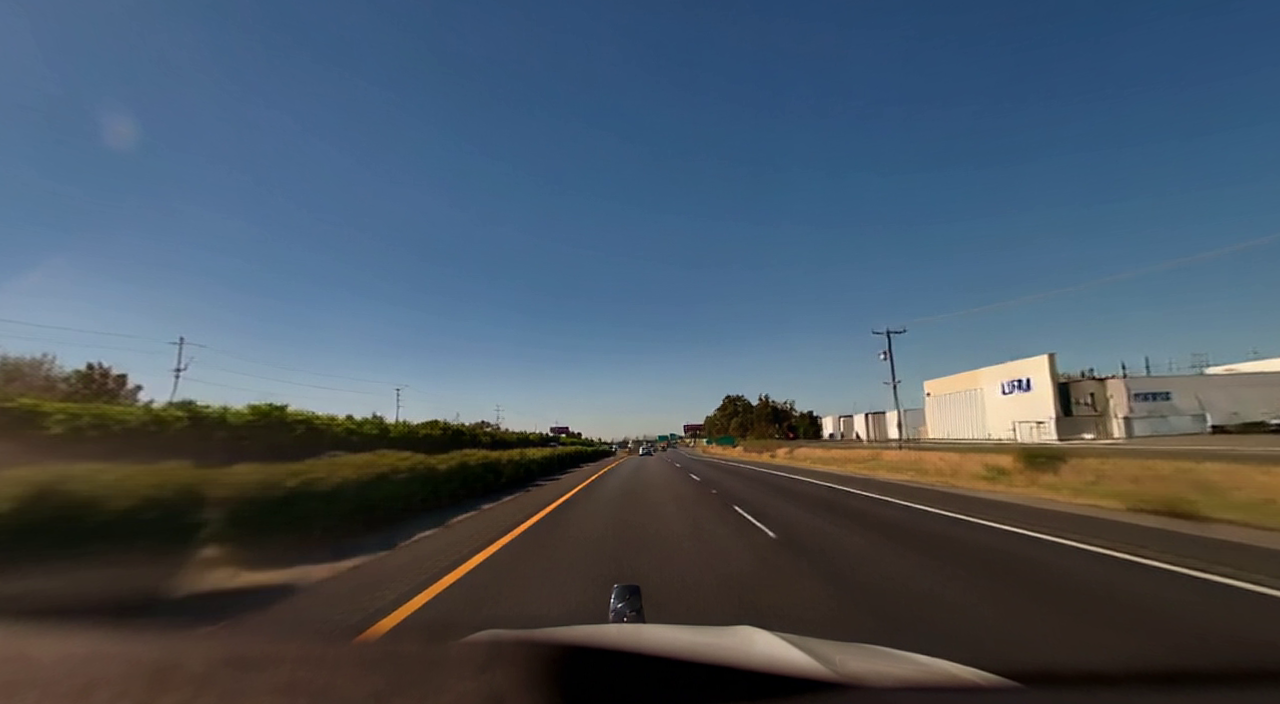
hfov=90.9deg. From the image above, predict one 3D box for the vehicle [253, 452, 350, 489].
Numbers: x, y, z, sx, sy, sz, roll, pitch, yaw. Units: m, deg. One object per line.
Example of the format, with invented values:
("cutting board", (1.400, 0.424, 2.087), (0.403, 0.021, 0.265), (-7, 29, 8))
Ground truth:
("vehicle", (-14.877, 5.198, 28.054), (1.827, 1.441, 4.388), (0, -8, 1))
